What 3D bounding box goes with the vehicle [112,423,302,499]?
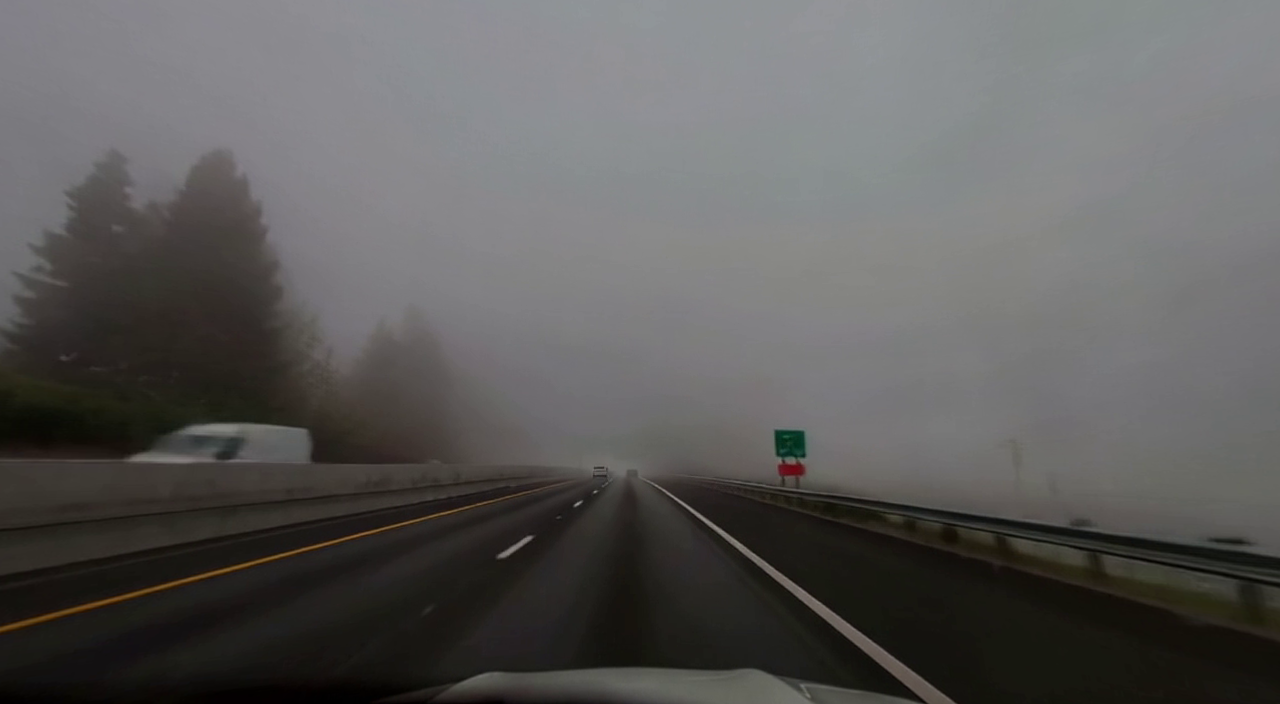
[{"bbox_3d":[-12.478,3.256,18.712,2.148,1.890,4.919,1,-10,-1],"label":"vehicle"}]
